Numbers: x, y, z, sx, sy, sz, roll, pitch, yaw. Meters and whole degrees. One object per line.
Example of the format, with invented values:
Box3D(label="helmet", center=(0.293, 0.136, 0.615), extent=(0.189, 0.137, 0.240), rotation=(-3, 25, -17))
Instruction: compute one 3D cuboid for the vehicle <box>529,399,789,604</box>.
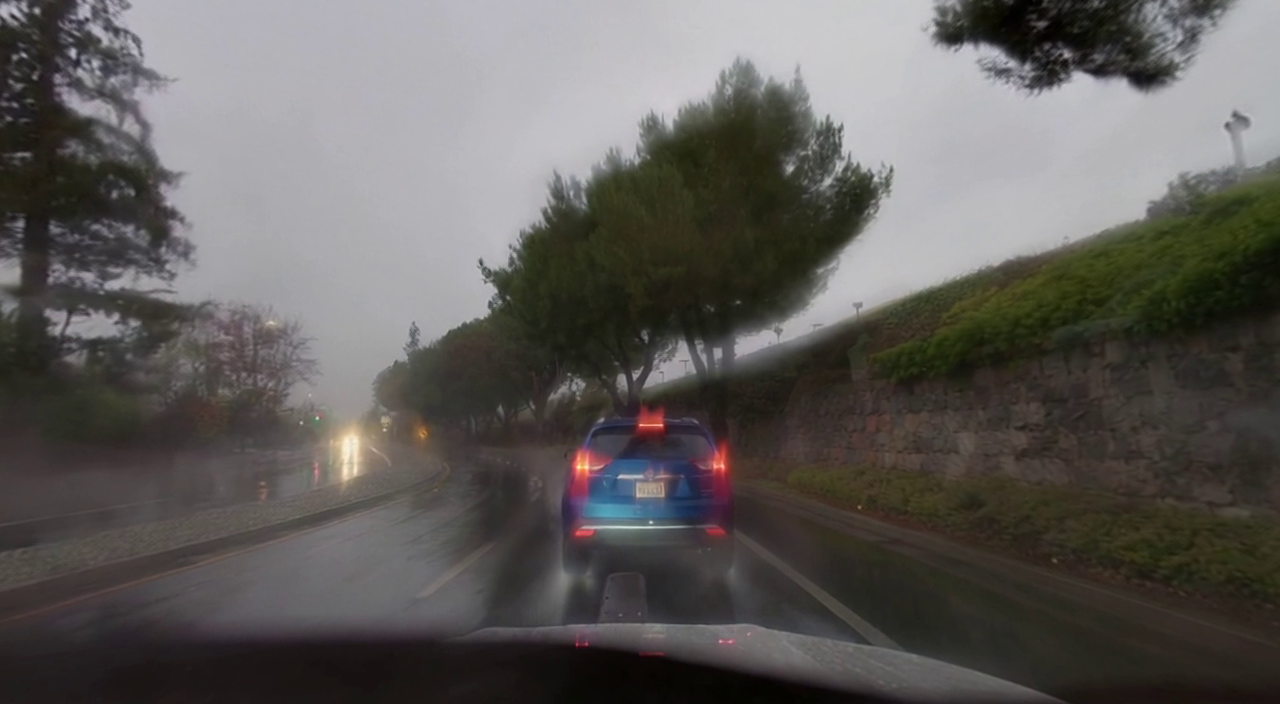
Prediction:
Box3D(label="vehicle", center=(-0.007, 1.614, 7.745), extent=(2.287, 1.762, 4.269), rotation=(1, -8, -5))

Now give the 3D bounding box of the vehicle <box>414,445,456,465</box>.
Box3D(label="vehicle", center=(-15.872, 7.912, 48.785), extent=(2.023, 1.474, 4.286), rotation=(5, -10, -32))

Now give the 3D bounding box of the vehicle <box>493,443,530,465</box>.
Box3D(label="vehicle", center=(-9.459, 7.429, 46.196), extent=(1.837, 1.483, 4.559), rotation=(3, -9, -21))
